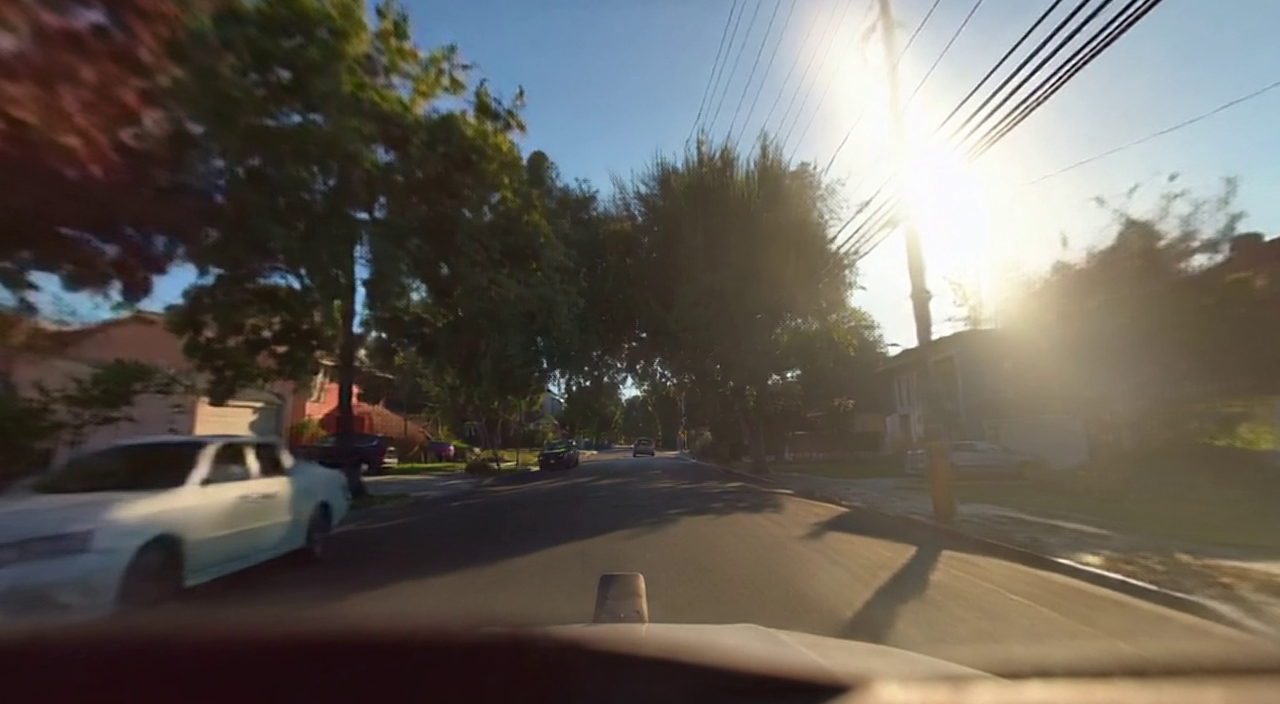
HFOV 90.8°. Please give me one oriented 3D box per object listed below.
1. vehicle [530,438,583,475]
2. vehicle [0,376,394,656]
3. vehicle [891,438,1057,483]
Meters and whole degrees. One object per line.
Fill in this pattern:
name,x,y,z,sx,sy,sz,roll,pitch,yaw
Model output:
vehicle,-4.466,5.634,34.400,2.207,1.669,4.363,-4,-7,1
vehicle,-4.668,1.390,6.706,2.164,1.810,5.044,1,-8,-2
vehicle,11.860,3.860,22.685,4.700,1.441,2.167,-1,-8,-1
